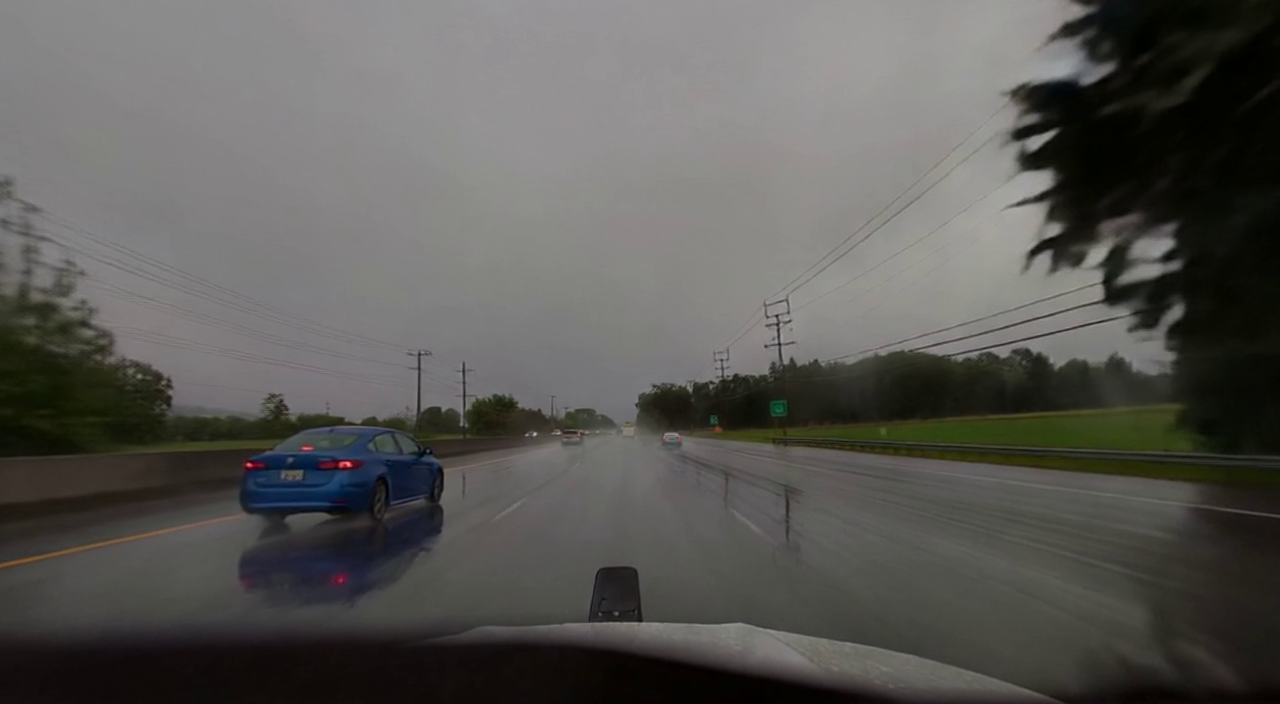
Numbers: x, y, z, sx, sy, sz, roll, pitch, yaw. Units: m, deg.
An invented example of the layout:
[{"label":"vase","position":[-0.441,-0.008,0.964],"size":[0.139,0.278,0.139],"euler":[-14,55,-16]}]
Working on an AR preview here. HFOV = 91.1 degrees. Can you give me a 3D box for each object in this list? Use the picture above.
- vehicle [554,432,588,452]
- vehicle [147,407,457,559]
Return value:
[{"label":"vehicle","position":[-5.210,6.870,48.071],"size":[2.080,1.478,4.347],"euler":[0,-8,0]},{"label":"vehicle","position":[-4.182,1.661,8.798],"size":[2.023,1.580,4.259],"euler":[0,-8,-1]}]
